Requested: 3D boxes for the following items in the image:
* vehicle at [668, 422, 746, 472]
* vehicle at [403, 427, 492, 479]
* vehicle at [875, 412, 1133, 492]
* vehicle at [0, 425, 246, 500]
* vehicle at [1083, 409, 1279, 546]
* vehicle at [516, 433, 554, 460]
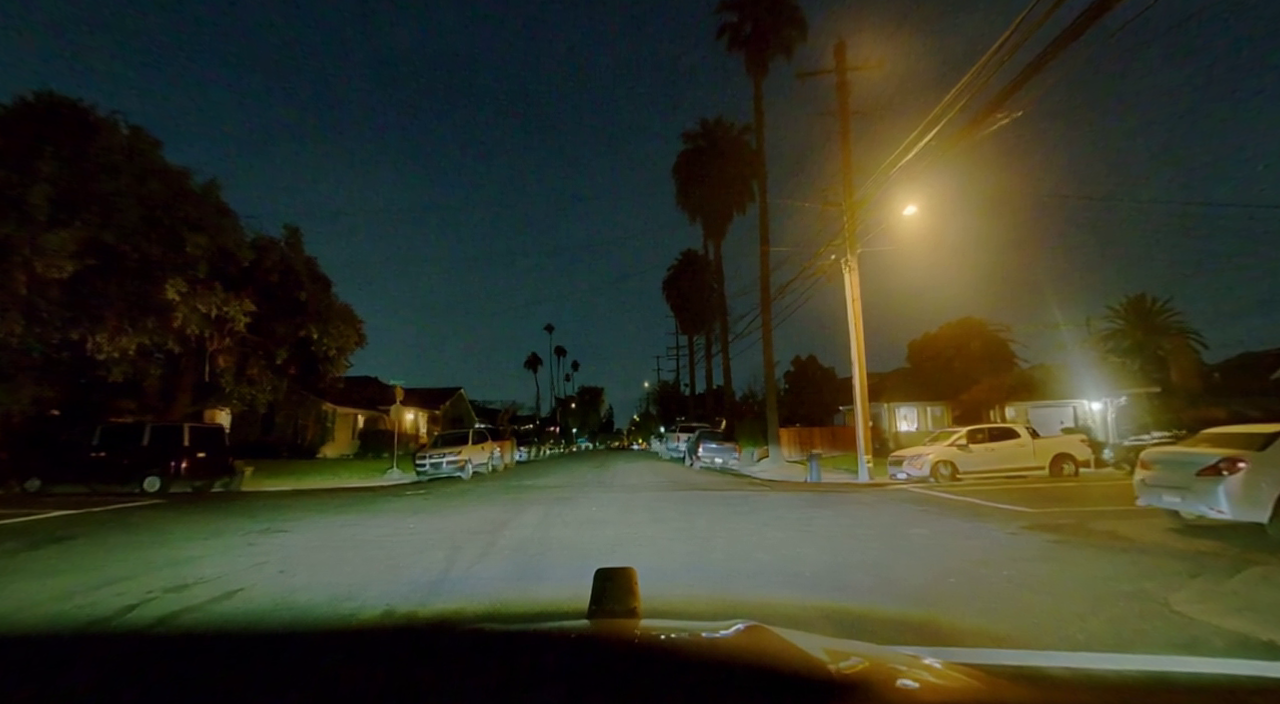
[{"bbox_3d":[2.698,4.092,27.252,2.505,1.895,5.805,0,-9,-2],"label":"vehicle"},{"bbox_3d":[-6.992,3.742,23.498,2.198,1.724,4.493,1,-9,-5],"label":"vehicle"},{"bbox_3d":[10.278,2.865,18.209,5.971,1.967,2.385,-1,-9,-5],"label":"vehicle"},{"bbox_3d":[-14.802,3.091,17.723,5.847,1.766,2.392,-2,-9,-3],"label":"vehicle"},{"bbox_3d":[9.003,1.676,8.735,4.181,1.638,2.015,0,-9,-1],"label":"vehicle"},{"bbox_3d":[-7.706,7.027,46.815,2.178,1.865,4.658,0,-9,-2],"label":"vehicle"}]
